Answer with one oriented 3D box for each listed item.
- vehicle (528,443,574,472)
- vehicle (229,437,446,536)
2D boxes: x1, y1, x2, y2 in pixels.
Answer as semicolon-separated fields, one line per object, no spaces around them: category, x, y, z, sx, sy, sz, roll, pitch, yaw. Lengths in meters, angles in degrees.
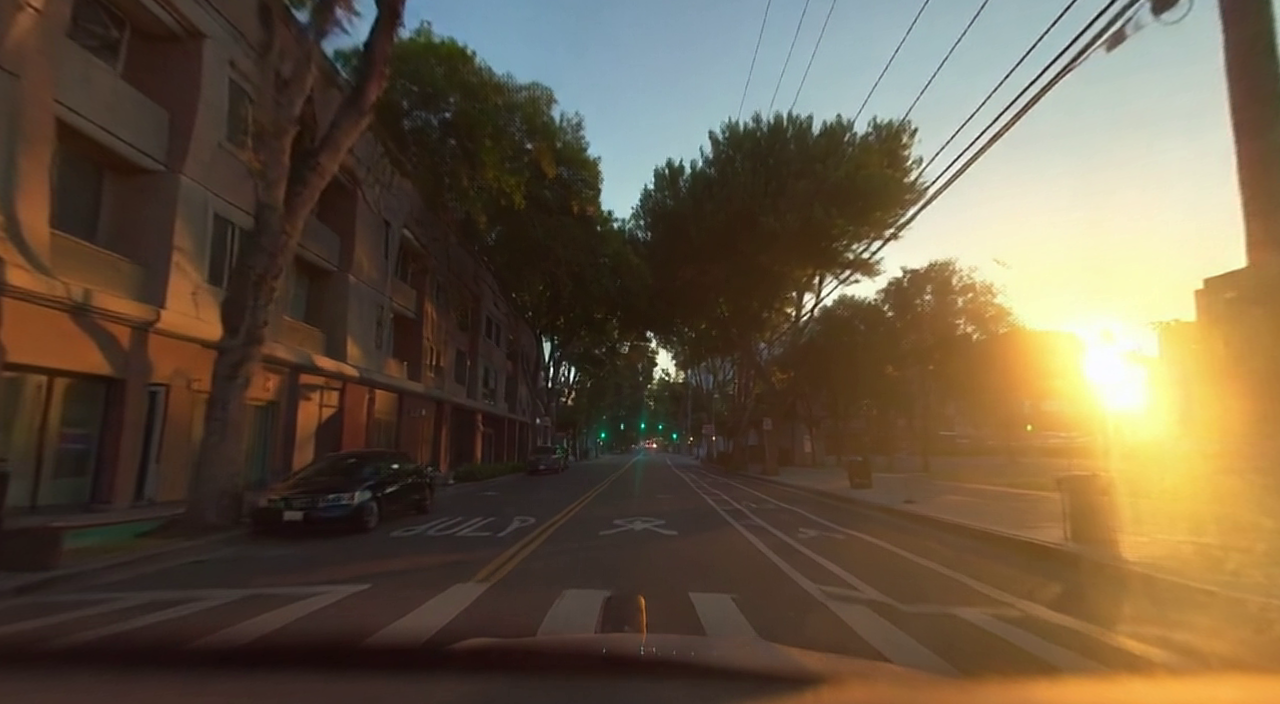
vehicle;-5.531;6.598;39.771;2.147;1.701;4.879;0;-8;1
vehicle;-5.874;2.633;13.089;2.223;1.658;4.621;0;-8;0
